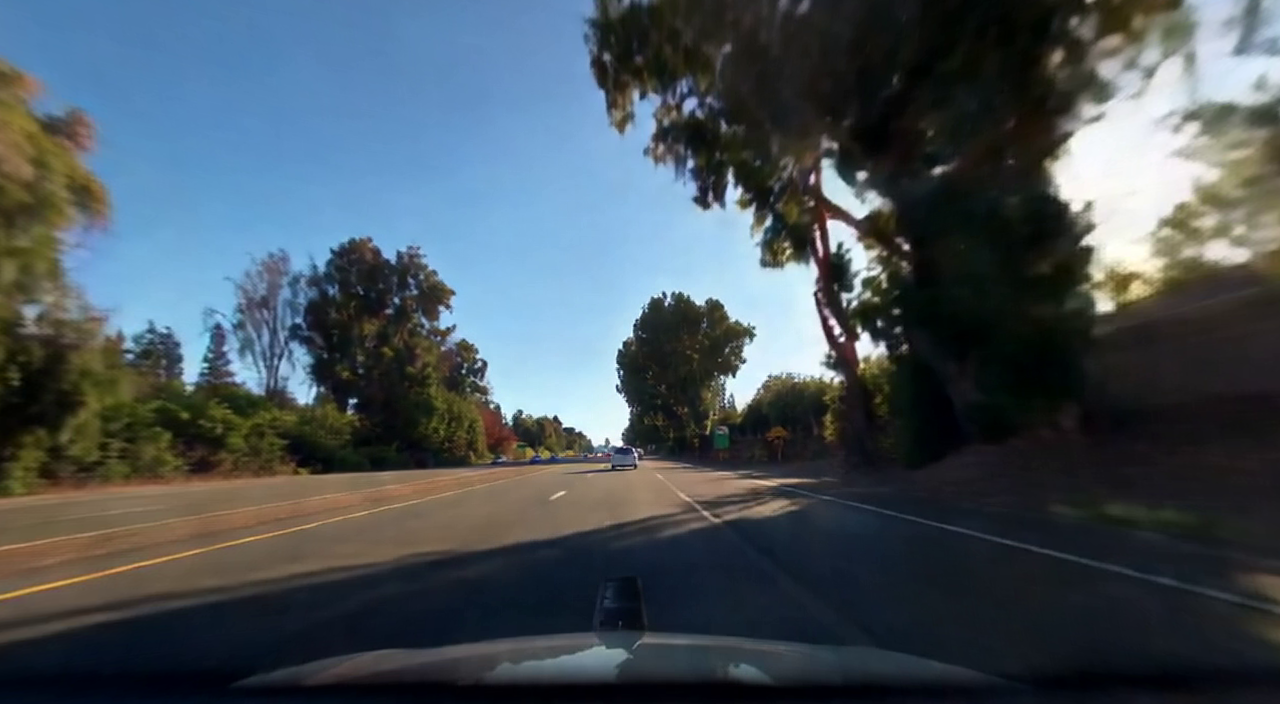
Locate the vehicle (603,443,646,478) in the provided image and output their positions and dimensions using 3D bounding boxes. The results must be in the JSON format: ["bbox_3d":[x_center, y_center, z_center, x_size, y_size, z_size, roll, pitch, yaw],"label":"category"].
[{"bbox_3d":[-0.779,5.863,34.195,2.120,1.715,4.153,0,-9,1],"label":"vehicle"}]
